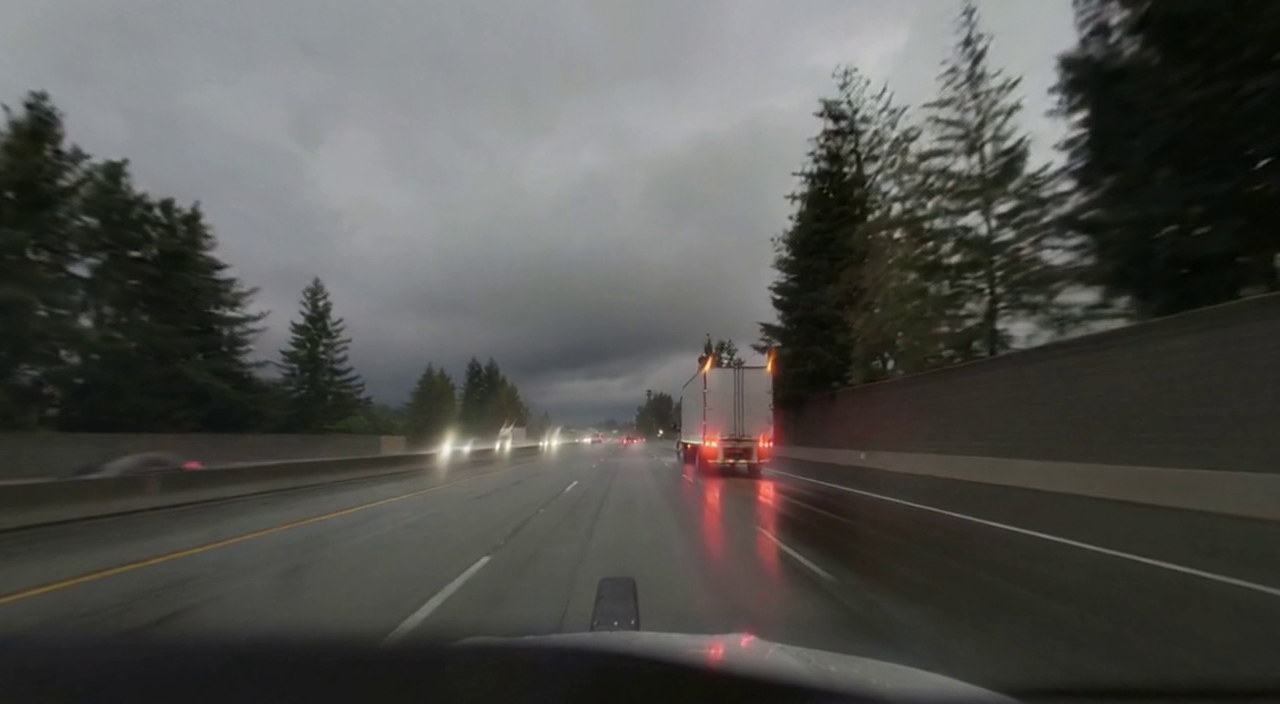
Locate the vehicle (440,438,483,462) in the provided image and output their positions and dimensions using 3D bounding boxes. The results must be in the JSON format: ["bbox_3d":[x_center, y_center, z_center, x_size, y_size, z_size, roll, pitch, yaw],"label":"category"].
[{"bbox_3d":[-12.629,6.937,44.691,1.882,1.503,4.212,-2,-8,0],"label":"vehicle"}]

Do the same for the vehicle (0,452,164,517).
[{"bbox_3d":[-15.723,3.526,17.290,1.809,1.434,4.492,0,-8,-1],"label":"vehicle"}]

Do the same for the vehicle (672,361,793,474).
[{"bbox_3d":[3.839,3.403,30.820,3.489,4.211,14.193,0,-8,-1],"label":"vehicle"}]
